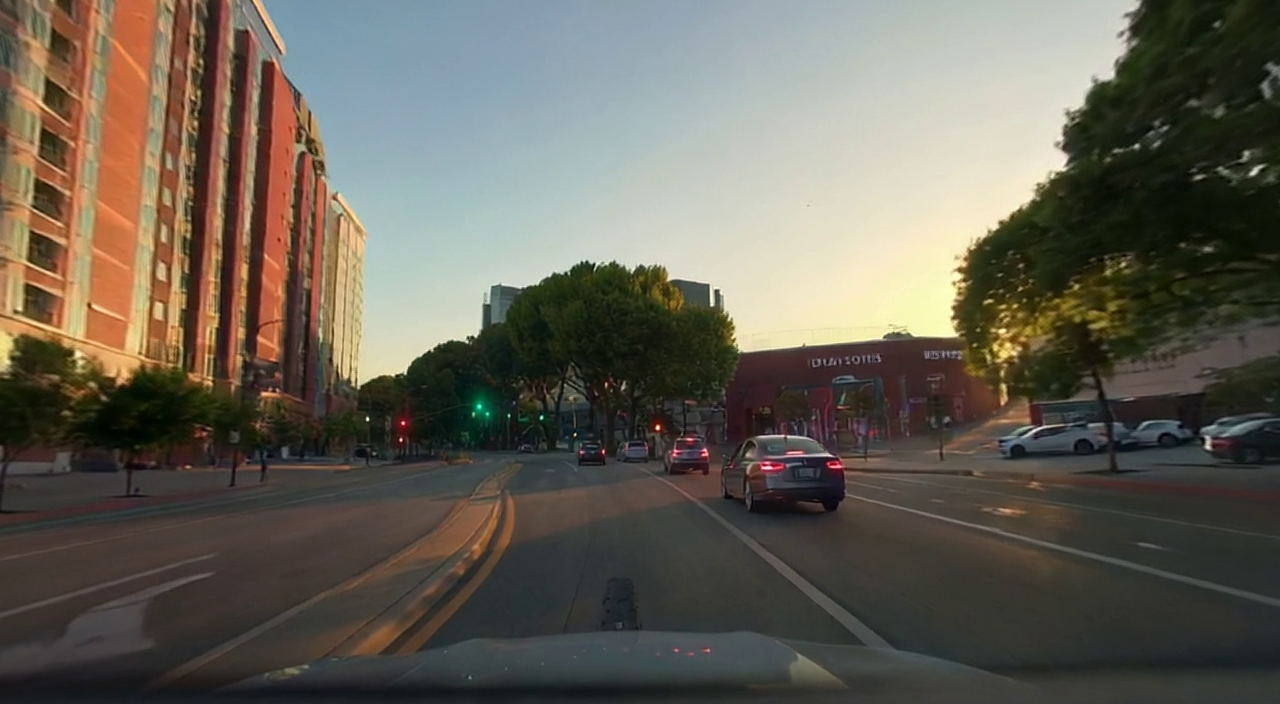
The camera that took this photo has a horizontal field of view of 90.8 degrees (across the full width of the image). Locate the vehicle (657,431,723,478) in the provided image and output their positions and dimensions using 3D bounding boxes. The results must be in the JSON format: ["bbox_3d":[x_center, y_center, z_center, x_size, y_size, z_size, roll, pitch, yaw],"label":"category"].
[{"bbox_3d":[2.030,4.352,26.988,2.046,1.768,4.370,-1,-8,-5],"label":"vehicle"}]

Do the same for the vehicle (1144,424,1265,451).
[{"bbox_3d":[33.909,5.157,38.055,5.112,1.486,2.103,-1,-8,3],"label":"vehicle"}]

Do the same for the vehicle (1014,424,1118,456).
[{"bbox_3d":[27.417,5.706,40.802,5.103,1.947,2.207,0,-8,-1],"label":"vehicle"}]

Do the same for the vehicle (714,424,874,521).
[{"bbox_3d":[2.882,2.338,12.819,1.966,1.596,3.980,0,-8,-4],"label":"vehicle"}]

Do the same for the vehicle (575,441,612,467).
[{"bbox_3d":[-2.988,6.447,40.023,2.068,1.512,3.987,1,-9,-7],"label":"vehicle"}]

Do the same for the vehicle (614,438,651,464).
[{"bbox_3d":[-0.633,7.473,48.033,2.216,1.750,4.520,0,-8,-8],"label":"vehicle"}]
